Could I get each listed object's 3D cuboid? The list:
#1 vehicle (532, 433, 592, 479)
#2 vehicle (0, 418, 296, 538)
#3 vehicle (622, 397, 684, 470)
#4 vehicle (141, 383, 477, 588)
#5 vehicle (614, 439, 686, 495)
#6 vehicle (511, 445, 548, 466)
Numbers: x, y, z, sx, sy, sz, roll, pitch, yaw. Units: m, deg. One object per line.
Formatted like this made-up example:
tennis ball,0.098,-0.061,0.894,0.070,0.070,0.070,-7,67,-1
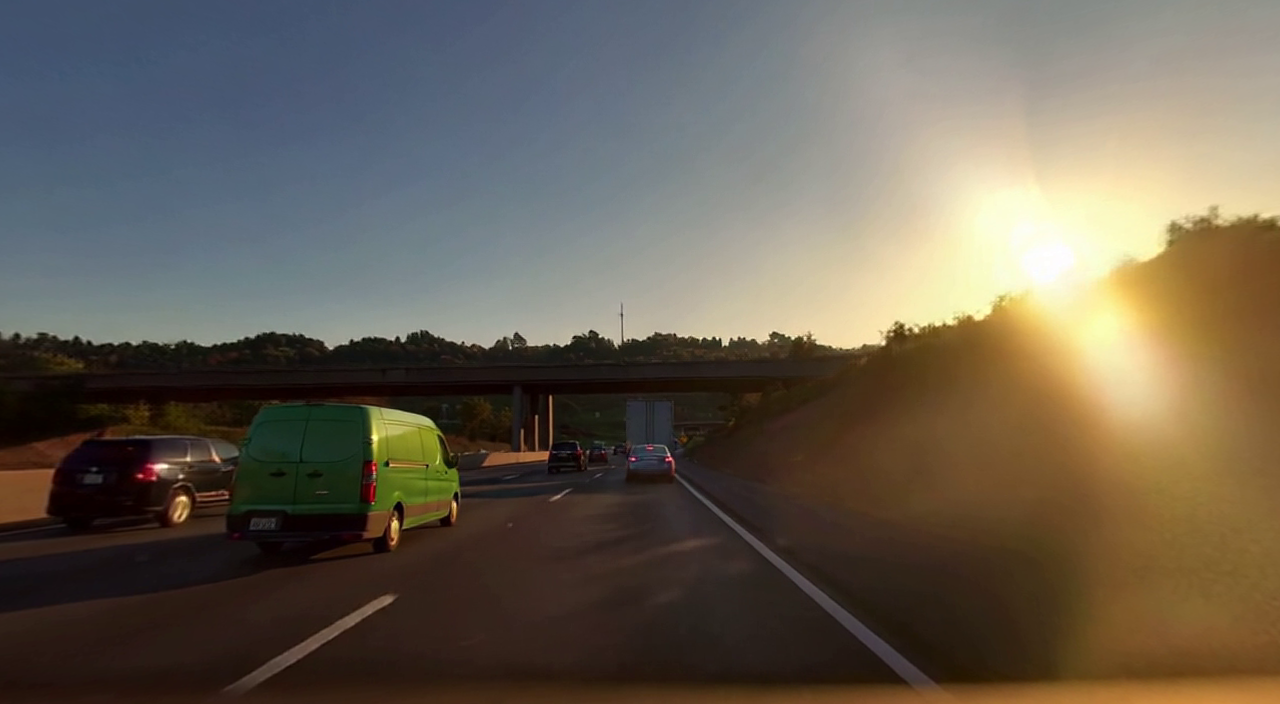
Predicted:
vehicle,-3.360,4.594,27.980,2.068,1.862,4.234,0,-9,1
vehicle,-8.318,2.113,11.059,2.093,1.675,4.233,0,-9,0
vehicle,0.608,5.734,42.642,3.289,3.822,18.653,0,-9,0
vehicle,-3.581,1.538,7.877,1.951,1.882,3.979,0,-9,0
vehicle,0.281,3.446,19.160,1.991,1.507,3.391,0,-9,0
vehicle,-7.833,7.404,44.969,1.886,1.414,4.028,0,-9,1
